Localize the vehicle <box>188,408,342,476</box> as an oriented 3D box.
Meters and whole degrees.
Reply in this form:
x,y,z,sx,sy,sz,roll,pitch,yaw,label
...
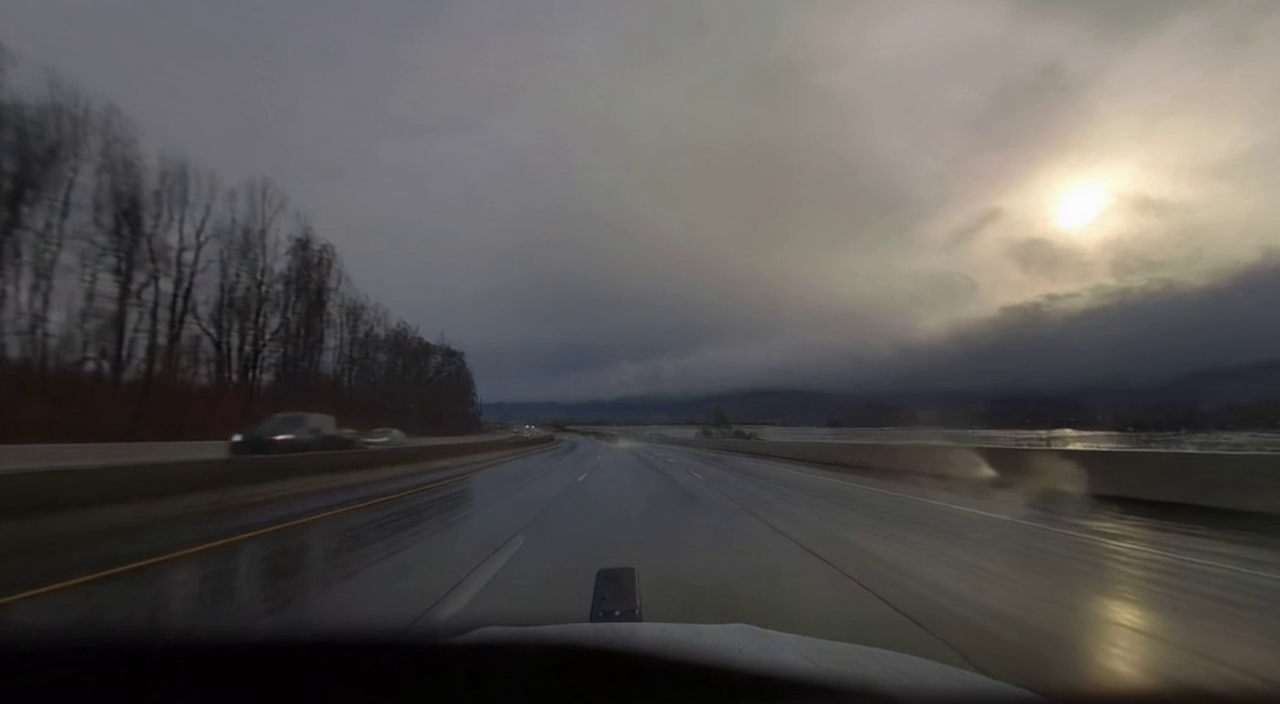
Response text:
x,y,z,sx,sy,sz,roll,pitch,yaw,label
-12.274,3.001,21.144,2.091,1.984,5.226,0,-8,-2,vehicle
